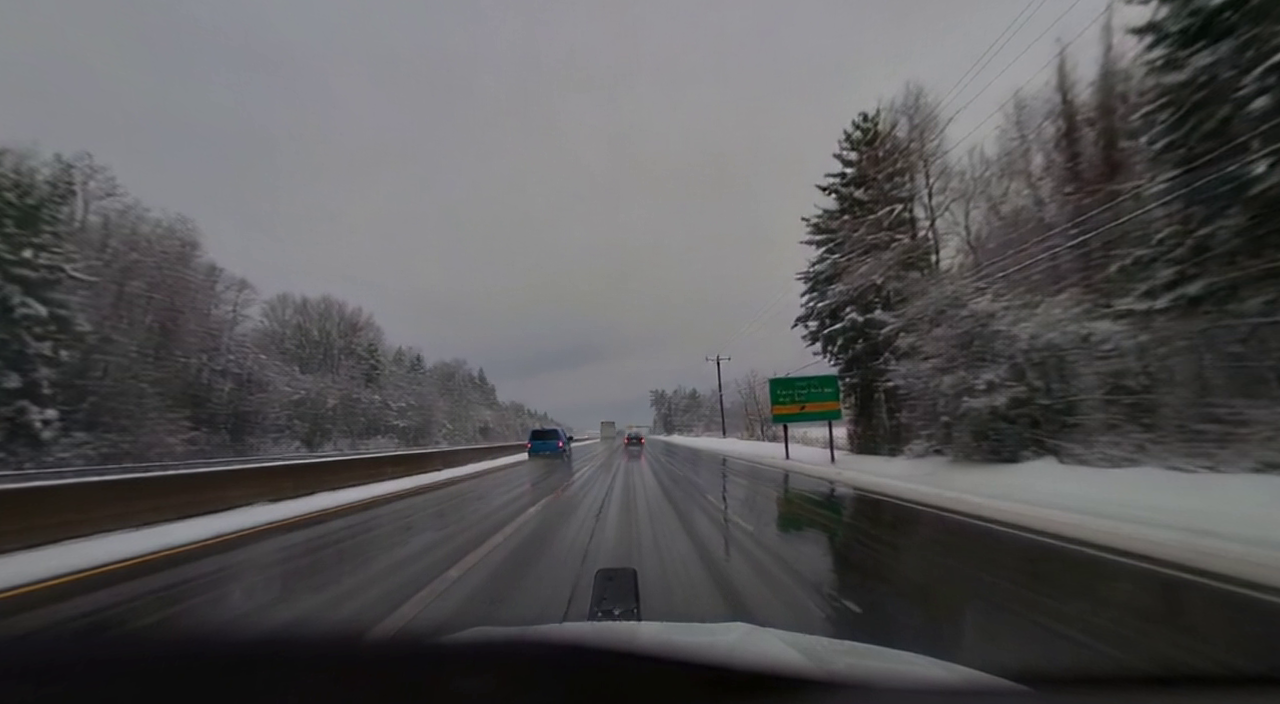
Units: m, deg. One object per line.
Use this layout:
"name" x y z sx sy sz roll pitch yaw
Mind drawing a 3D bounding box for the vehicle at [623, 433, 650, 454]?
"vehicle" -0.281 6.636 45.752 1.890 1.472 3.716 0 -8 -1

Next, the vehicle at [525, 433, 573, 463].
"vehicle" -4.624 4.926 32.609 1.911 1.477 3.807 0 -8 0
